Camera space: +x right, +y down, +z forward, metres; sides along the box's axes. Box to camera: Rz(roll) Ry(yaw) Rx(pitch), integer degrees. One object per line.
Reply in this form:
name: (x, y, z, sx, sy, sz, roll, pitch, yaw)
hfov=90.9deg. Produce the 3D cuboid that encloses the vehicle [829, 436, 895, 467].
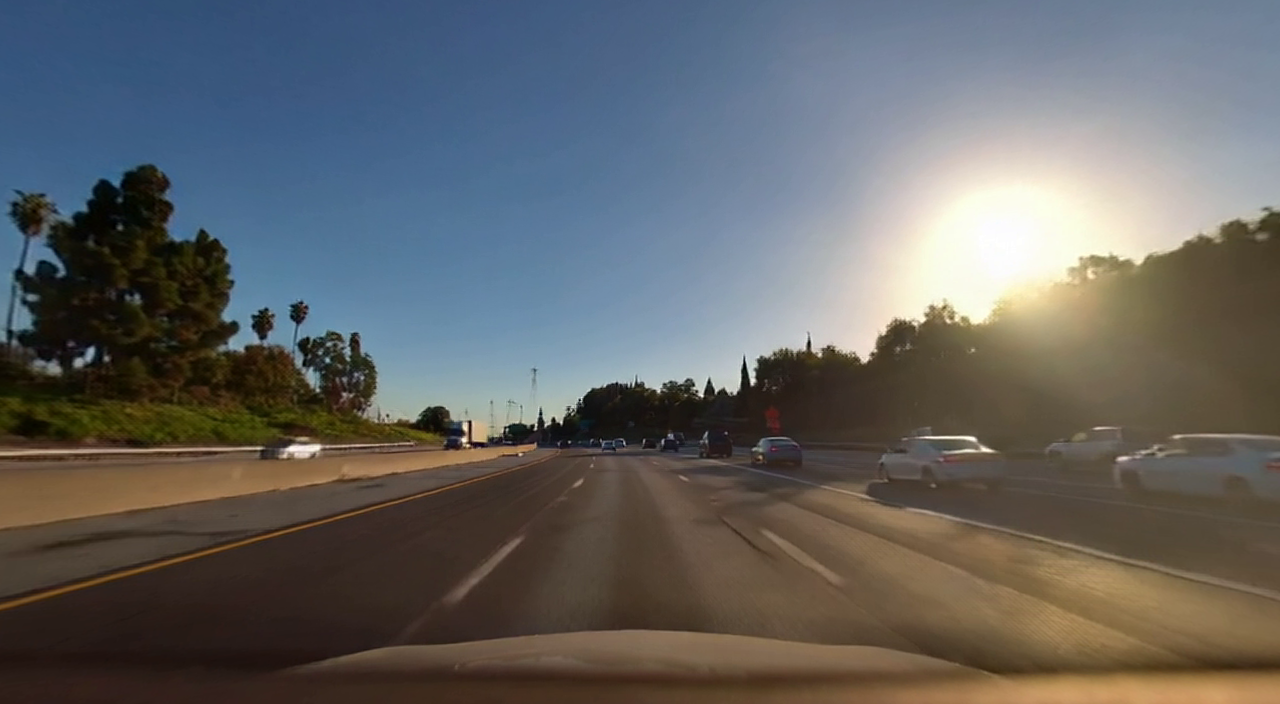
vehicle: (12.185, 5.468, 34.856, 1.864, 1.574, 4.059, 0, -8, -5)

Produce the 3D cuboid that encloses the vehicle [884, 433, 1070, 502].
vehicle: (8.326, 2.876, 16.212, 2.092, 1.478, 4.647, 0, -8, -2)

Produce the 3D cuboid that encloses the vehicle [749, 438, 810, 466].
vehicle: (7.718, 5.575, 35.334, 2.080, 1.457, 4.404, 0, -8, -5)

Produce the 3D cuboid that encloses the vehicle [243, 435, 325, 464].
vehicle: (-19.539, 5.382, 34.846, 1.911, 1.468, 4.695, 0, -8, -2)

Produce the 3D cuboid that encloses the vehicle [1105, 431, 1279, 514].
vehicle: (13.146, 2.608, 14.164, 1.903, 1.571, 4.455, 0, -8, -1)
